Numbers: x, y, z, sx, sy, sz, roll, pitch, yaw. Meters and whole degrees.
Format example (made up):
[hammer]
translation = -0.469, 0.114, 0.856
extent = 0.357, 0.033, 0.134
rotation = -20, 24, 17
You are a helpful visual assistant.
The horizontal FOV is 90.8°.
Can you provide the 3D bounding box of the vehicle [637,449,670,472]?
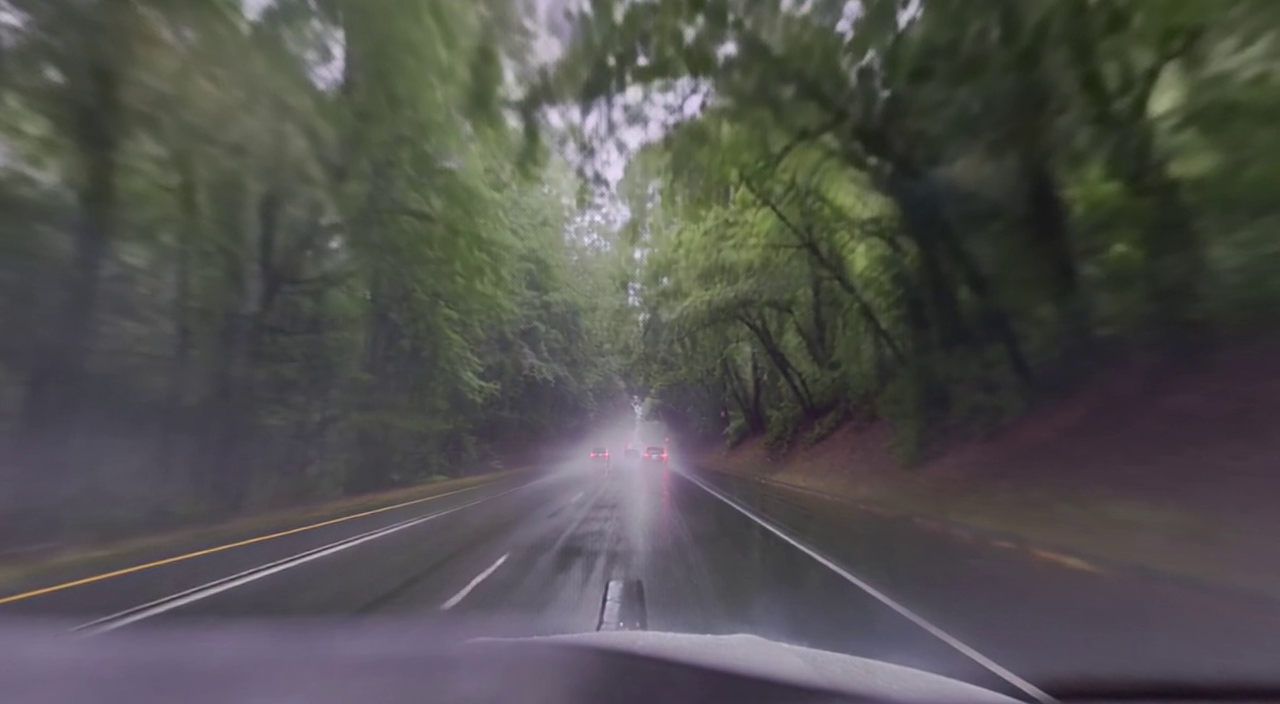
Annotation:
[vehicle]
translation = 0.832, 7.235, 42.265
extent = 2.046, 1.452, 4.407
rotation = 0, -9, -1
